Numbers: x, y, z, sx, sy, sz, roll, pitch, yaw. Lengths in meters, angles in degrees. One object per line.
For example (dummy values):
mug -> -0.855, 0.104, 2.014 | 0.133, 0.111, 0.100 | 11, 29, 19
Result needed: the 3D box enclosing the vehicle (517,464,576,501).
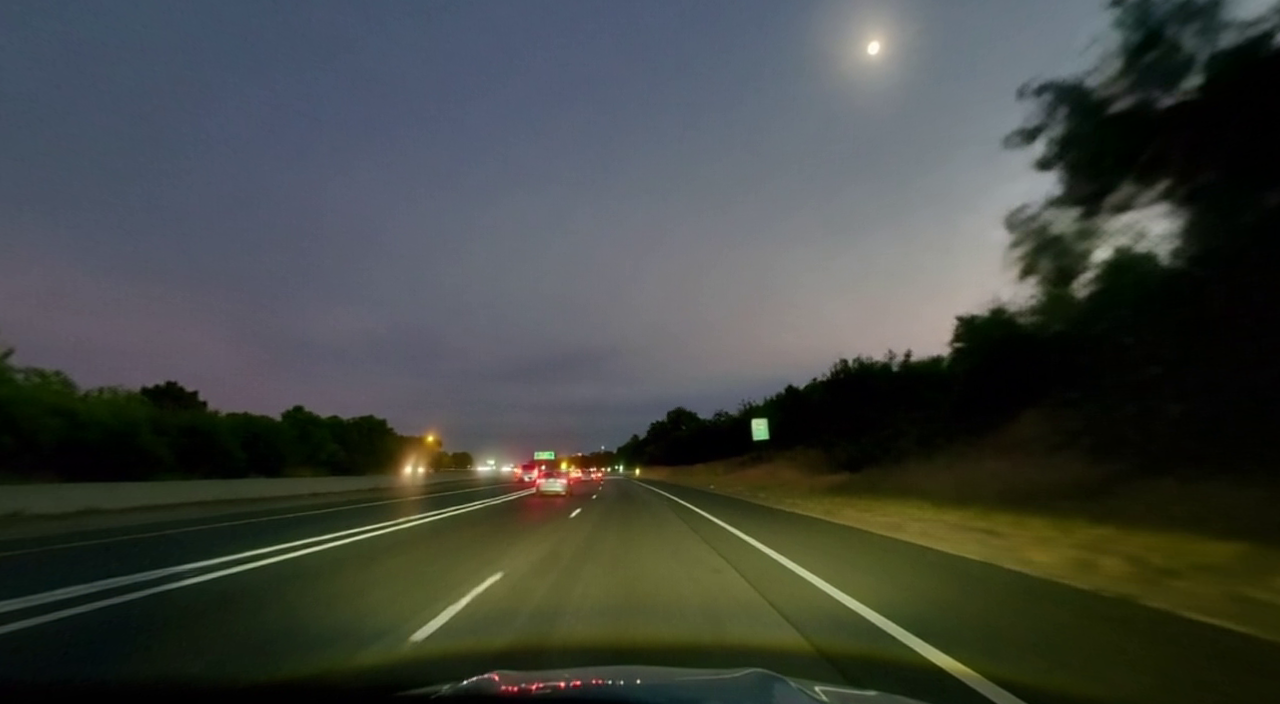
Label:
vehicle -> -4.253, 6.055, 29.394 | 2.115, 1.546, 4.638 | 1, -11, -1
